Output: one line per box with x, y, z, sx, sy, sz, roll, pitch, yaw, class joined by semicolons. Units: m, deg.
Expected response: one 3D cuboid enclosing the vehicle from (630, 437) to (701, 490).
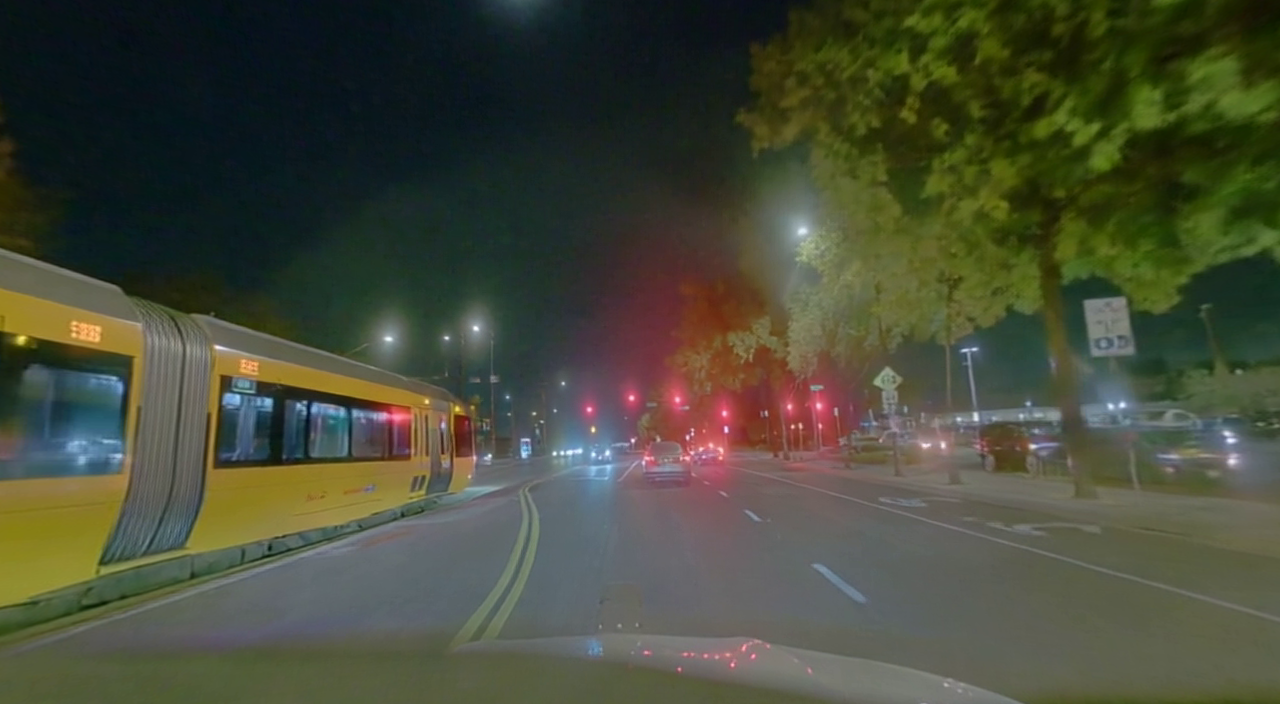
0.759;3.484;20.082;2.002;1.471;4.337;0;-8;1;vehicle

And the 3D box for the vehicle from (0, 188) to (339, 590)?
-7.396;0.271;5.275;2.897;3.700;13.528;0;-7;1;vehicle

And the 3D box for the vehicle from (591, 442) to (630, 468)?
-1.719;6.269;38.713;2.118;1.478;4.076;0;-8;1;vehicle

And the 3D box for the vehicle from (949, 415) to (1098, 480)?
14.034;3.439;23.659;2.221;2.116;5.535;0;-6;2;vehicle

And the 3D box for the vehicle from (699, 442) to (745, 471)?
4.393;5.650;34.410;1.944;1.447;4.392;0;-8;0;vehicle

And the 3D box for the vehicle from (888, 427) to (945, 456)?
19.832;6.454;45.508;2.116;1.937;4.515;0;-8;2;vehicle

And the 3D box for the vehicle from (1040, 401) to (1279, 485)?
13.801;2.497;17.279;2.145;1.911;5.581;0;-8;1;vehicle
